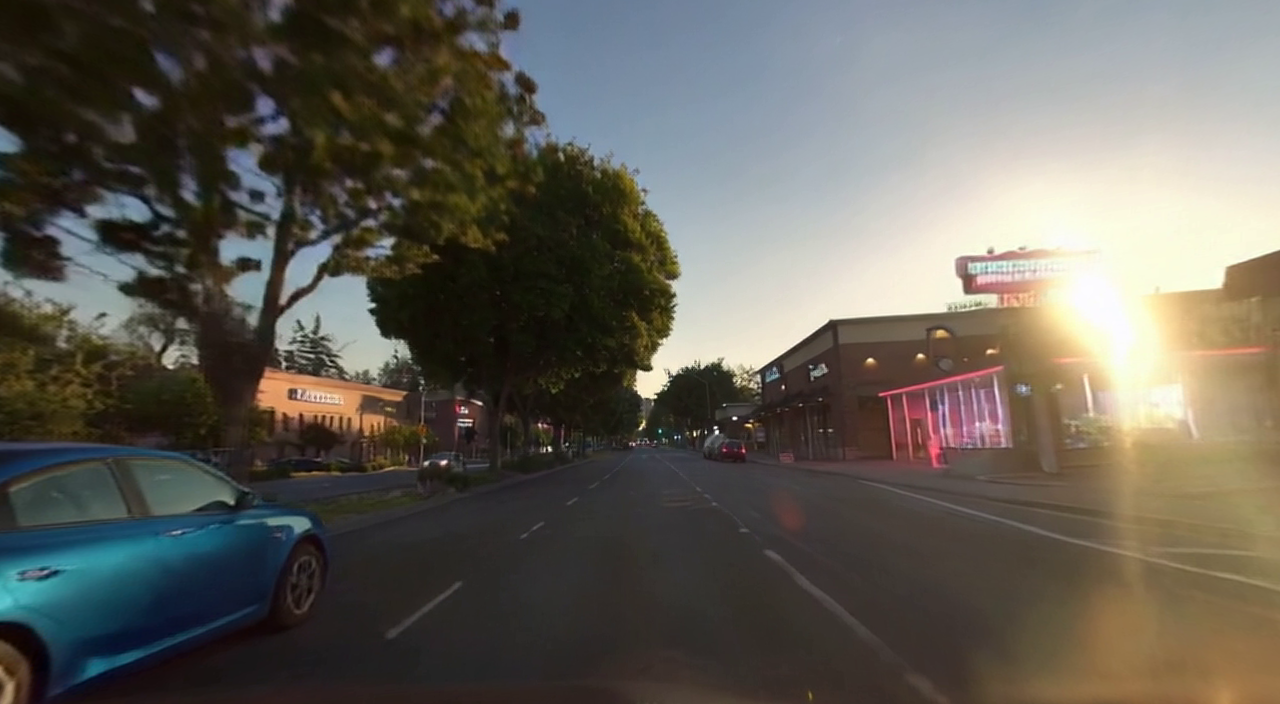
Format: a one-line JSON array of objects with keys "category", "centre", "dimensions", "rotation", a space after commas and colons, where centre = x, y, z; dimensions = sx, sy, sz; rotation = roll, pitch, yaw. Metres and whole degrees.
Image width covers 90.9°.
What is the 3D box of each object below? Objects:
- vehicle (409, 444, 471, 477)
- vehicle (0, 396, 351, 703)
[{"category": "vehicle", "centre": [-11.395, 6.169, 36.231], "dimensions": [2.070, 1.738, 4.485], "rotation": [-1, -8, 1]}, {"category": "vehicle", "centre": [-3.036, 0.874, 1.929], "dimensions": [2.082, 1.460, 4.636], "rotation": [0, -8, 0]}]
